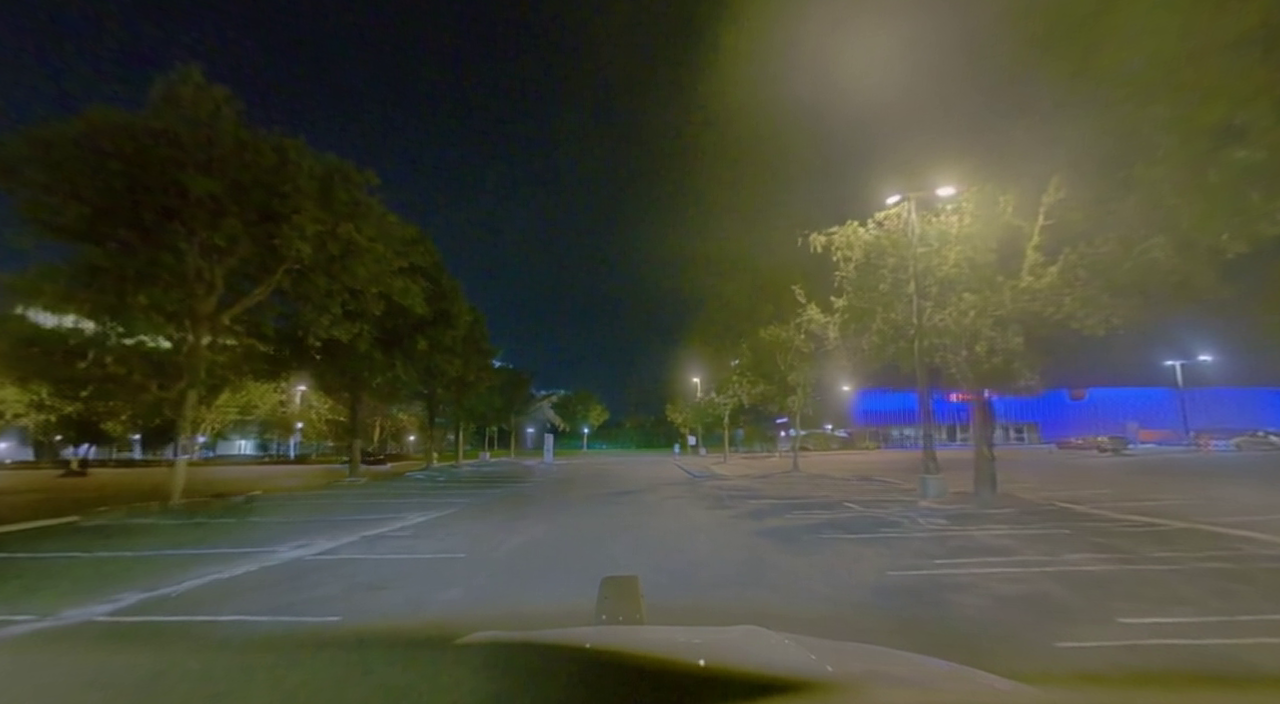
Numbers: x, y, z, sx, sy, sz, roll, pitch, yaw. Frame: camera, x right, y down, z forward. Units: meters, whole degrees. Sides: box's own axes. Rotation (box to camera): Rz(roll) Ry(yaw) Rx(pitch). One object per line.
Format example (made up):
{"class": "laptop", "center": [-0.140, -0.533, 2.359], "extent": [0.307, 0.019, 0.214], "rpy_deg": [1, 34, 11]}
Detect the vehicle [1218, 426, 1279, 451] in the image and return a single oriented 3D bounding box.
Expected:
{"class": "vehicle", "center": [47.591, 6.513, 47.594], "extent": [5.754, 1.838, 2.161], "rpy_deg": [0, -8, 1]}
